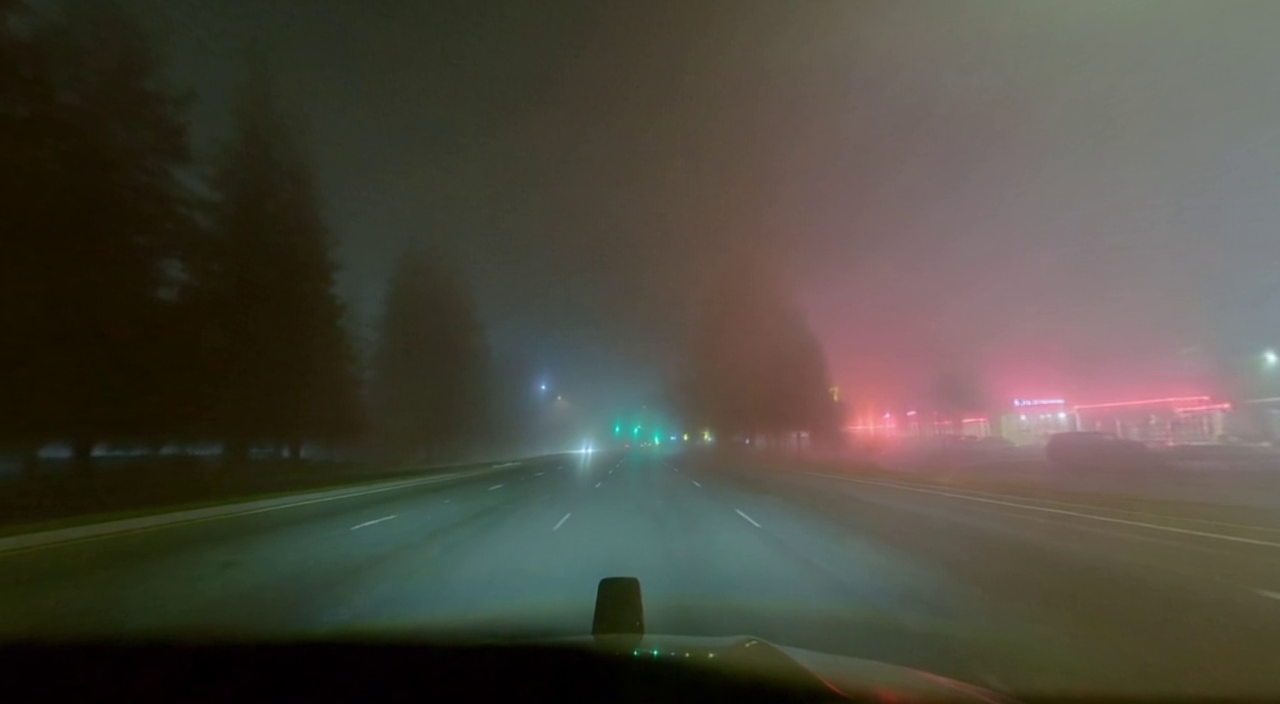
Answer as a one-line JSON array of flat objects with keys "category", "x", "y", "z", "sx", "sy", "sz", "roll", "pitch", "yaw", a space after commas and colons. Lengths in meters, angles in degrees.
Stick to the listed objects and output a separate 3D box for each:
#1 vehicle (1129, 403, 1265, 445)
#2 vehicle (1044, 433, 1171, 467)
[{"category": "vehicle", "x": 37.764, "y": 4.933, "z": 42.977, "sx": 6.780, "sy": 2.760, "sz": 2.228, "roll": -1, "pitch": -8, "yaw": 2}, {"category": "vehicle", "x": 22.164, "y": 4.667, "z": 30.072, "sx": 4.373, "sy": 1.532, "sz": 2.071, "roll": 0, "pitch": -8, "yaw": -1}]
